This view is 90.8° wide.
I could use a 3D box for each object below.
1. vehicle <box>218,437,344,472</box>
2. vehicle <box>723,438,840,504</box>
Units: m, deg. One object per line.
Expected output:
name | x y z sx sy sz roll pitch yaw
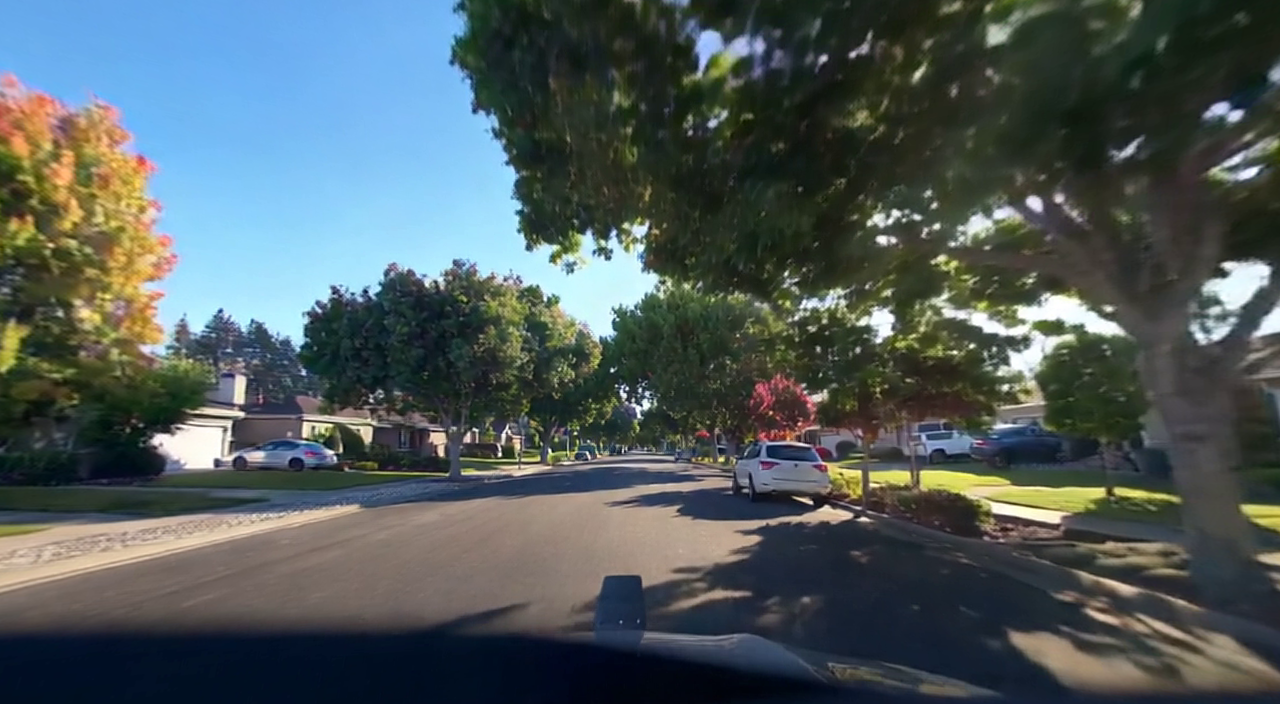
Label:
vehicle | -16.783 4.817 29.738 4.607 1.573 2.058 1 -9 -4
vehicle | 3.796 3.295 17.925 2.136 1.596 4.790 0 -9 -1
